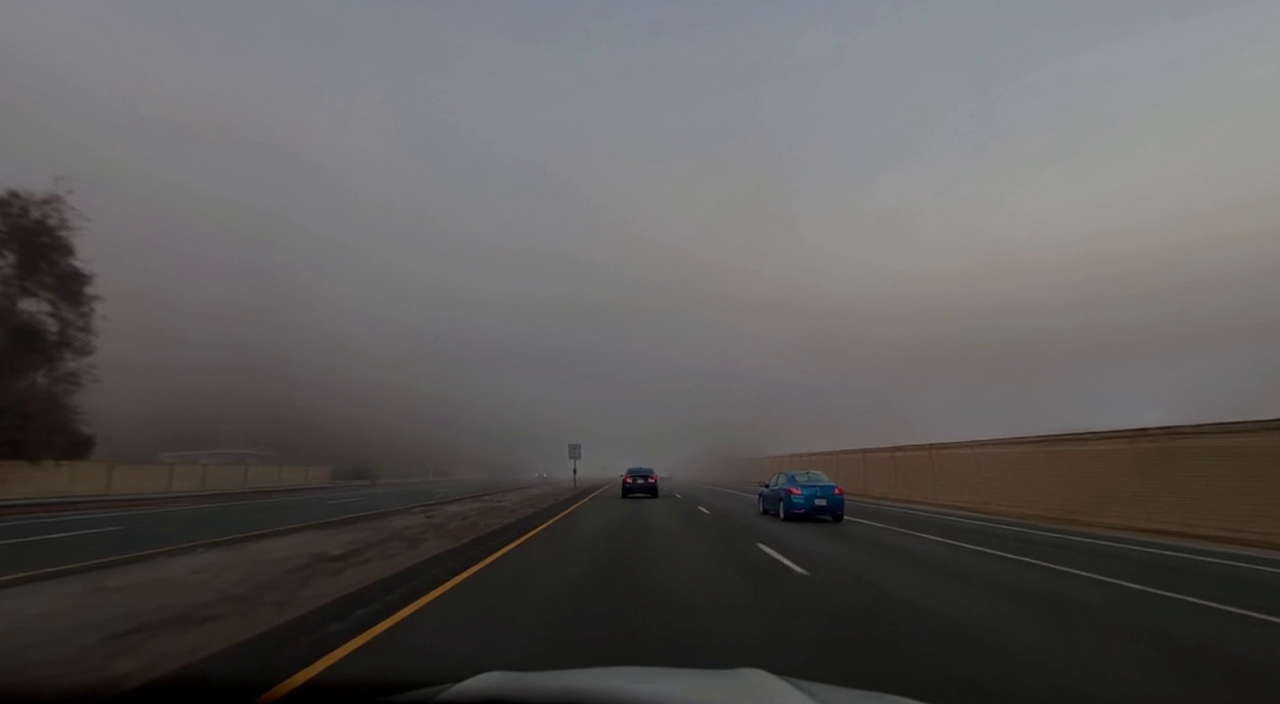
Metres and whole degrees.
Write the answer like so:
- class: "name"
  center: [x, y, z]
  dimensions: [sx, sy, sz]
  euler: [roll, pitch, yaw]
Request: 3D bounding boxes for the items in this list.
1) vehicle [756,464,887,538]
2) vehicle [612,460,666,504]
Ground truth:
- class: "vehicle"
  center: [4.233, 3.554, 15.448]
  dimensions: [1.938, 1.494, 4.032]
  euler: [1, -11, -1]
- class: "vehicle"
  center: [-0.032, 5.330, 25.979]
  dimensions: [2.037, 1.605, 3.833]
  euler: [1, -11, 0]
